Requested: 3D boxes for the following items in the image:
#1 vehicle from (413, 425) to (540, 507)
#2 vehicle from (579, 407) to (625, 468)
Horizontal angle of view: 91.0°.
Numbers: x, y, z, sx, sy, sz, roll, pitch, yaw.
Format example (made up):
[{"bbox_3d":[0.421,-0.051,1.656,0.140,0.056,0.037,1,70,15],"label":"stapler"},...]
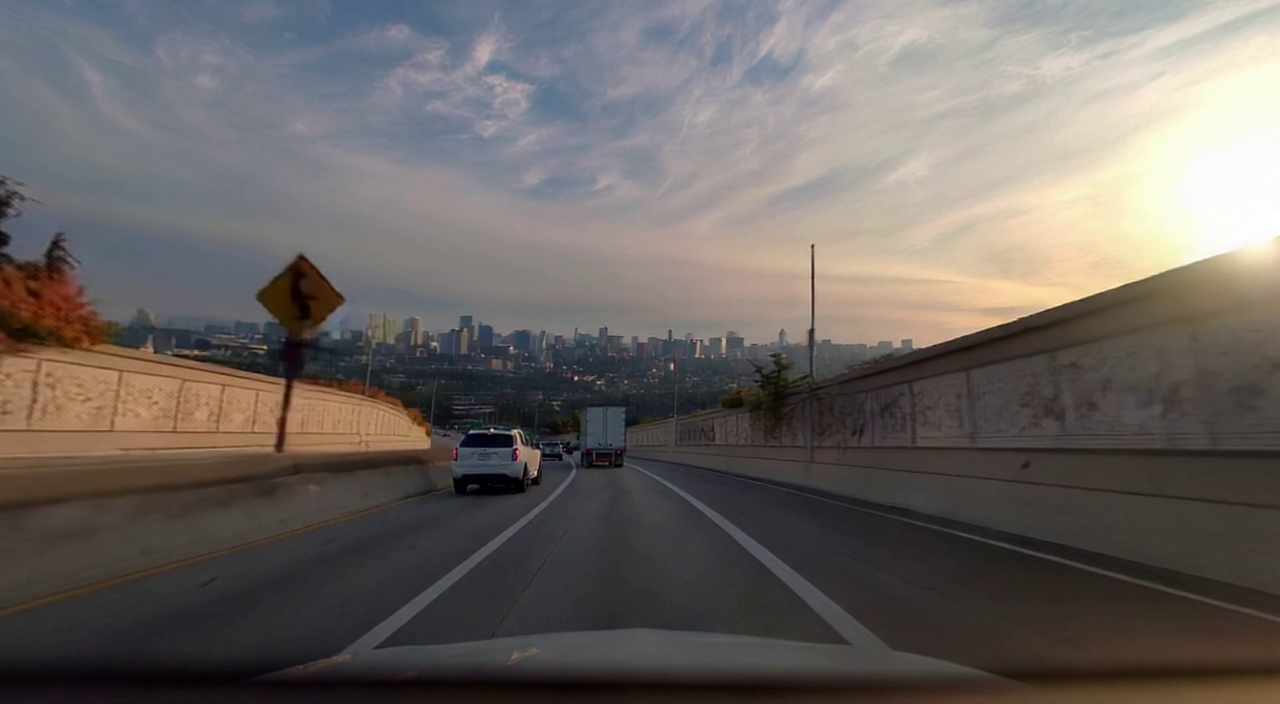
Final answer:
[{"bbox_3d":[-3.856,2.790,15.724,2.041,1.734,4.391,0,-9,-1],"label":"vehicle"},{"bbox_3d":[-2.840,6.543,47.520,2.959,3.975,12.918,1,-9,-3],"label":"vehicle"}]
